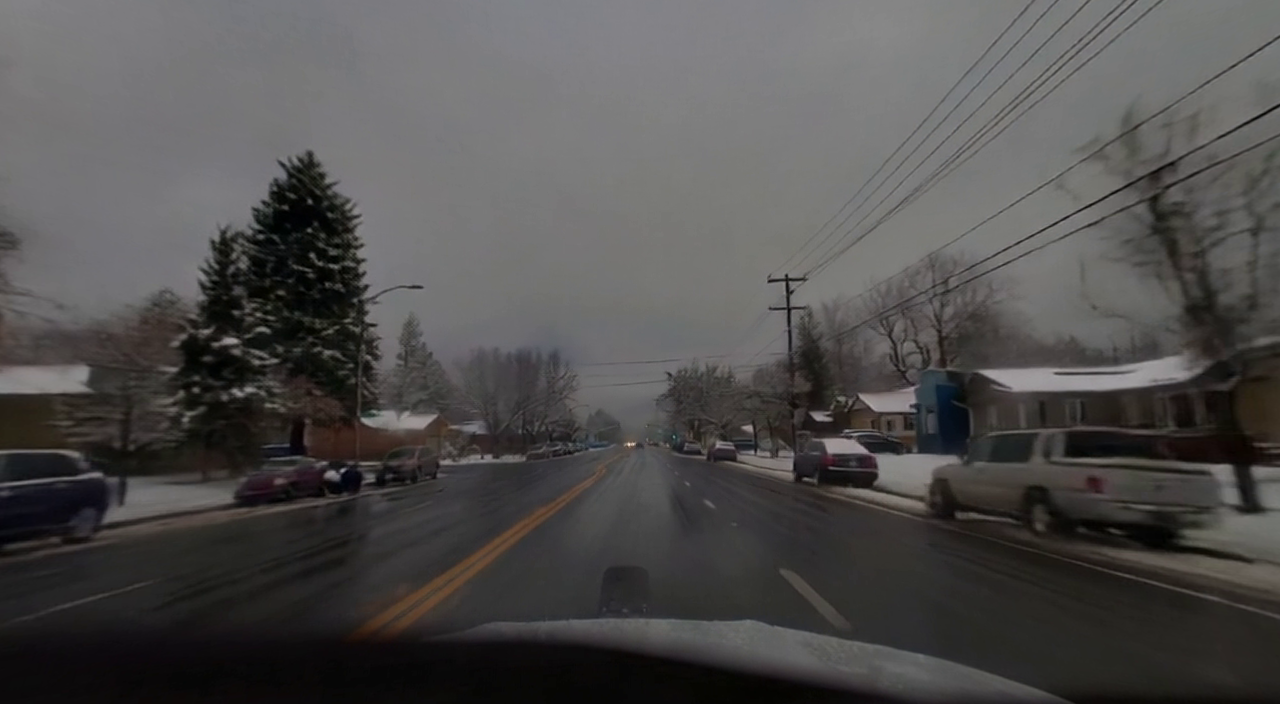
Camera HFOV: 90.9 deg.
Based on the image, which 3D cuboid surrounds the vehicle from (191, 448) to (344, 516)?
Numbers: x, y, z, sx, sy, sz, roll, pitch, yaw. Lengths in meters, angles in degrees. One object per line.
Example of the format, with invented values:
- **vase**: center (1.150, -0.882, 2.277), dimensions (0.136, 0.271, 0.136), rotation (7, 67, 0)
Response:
- **vehicle**: center (-10.650, 3.685, 18.507), dimensions (1.932, 1.472, 4.516), rotation (-3, -6, -2)

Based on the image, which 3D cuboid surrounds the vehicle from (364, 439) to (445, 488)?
- **vehicle**: center (-10.403, 4.917, 28.184), dimensions (1.984, 1.762, 4.266), rotation (-3, -6, 0)

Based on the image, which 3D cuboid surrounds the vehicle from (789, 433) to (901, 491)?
- **vehicle**: center (6.764, 3.682, 21.463), dimensions (2.194, 1.741, 4.800), rotation (0, -8, 0)

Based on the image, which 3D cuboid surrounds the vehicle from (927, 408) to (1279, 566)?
- **vehicle**: center (6.706, 1.928, 9.842), dimensions (2.128, 1.823, 4.834), rotation (0, -8, 0)

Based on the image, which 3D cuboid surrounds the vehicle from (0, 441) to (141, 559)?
- **vehicle**: center (-10.466, 2.316, 9.895), dimensions (1.974, 1.696, 4.336), rotation (-2, -8, -5)
